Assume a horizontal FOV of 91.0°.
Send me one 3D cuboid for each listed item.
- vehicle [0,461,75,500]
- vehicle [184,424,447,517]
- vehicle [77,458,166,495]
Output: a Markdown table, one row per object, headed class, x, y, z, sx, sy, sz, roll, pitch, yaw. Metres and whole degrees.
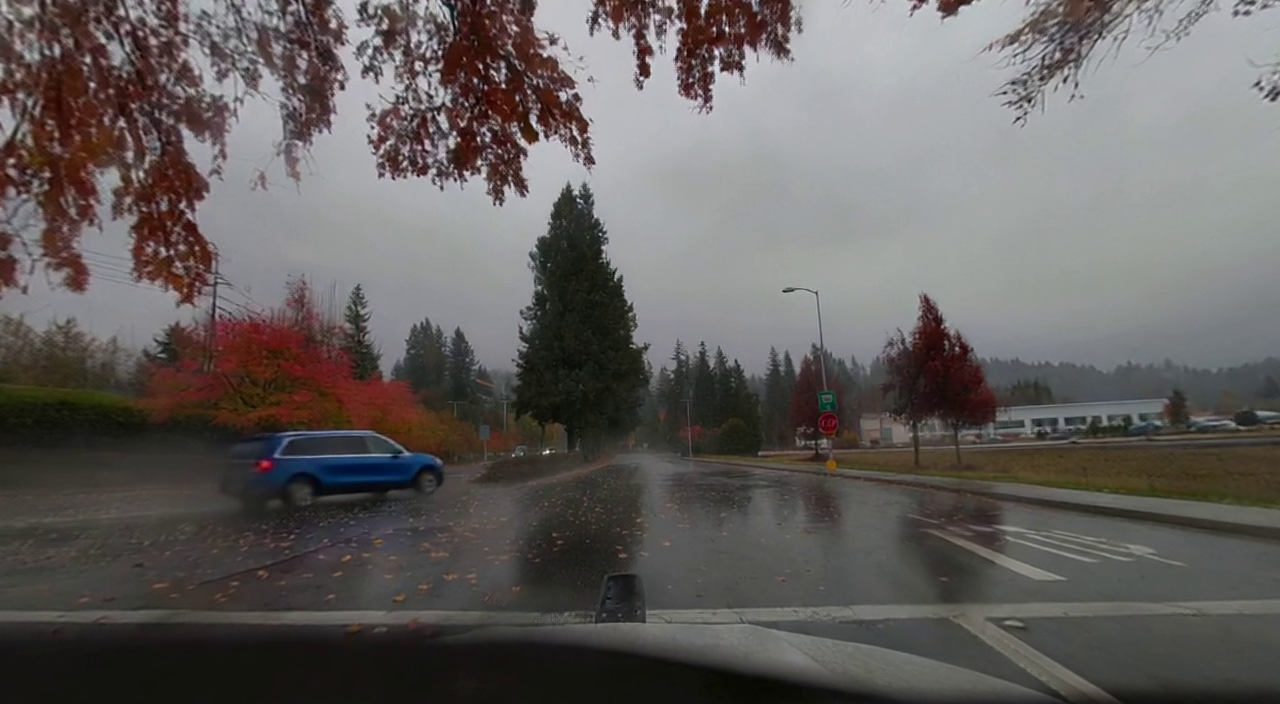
| class | x | y | z | sx | sy | sz | roll | pitch | yaw |
| --- | --- | --- | --- | --- | --- | --- | --- | --- | --- |
| vehicle | -29.481 | 5.963 | 29.282 | 4.410 | 1.644 | 1.907 | 6 | -11 | -35 |
| vehicle | -8.254 | 3.013 | 16.634 | 2.284 | 2.012 | 5.607 | -8 | -11 | 41 |
| vehicle | -26.218 | 6.258 | 31.940 | 3.248 | 1.720 | 1.902 | 7 | -11 | -38 |
